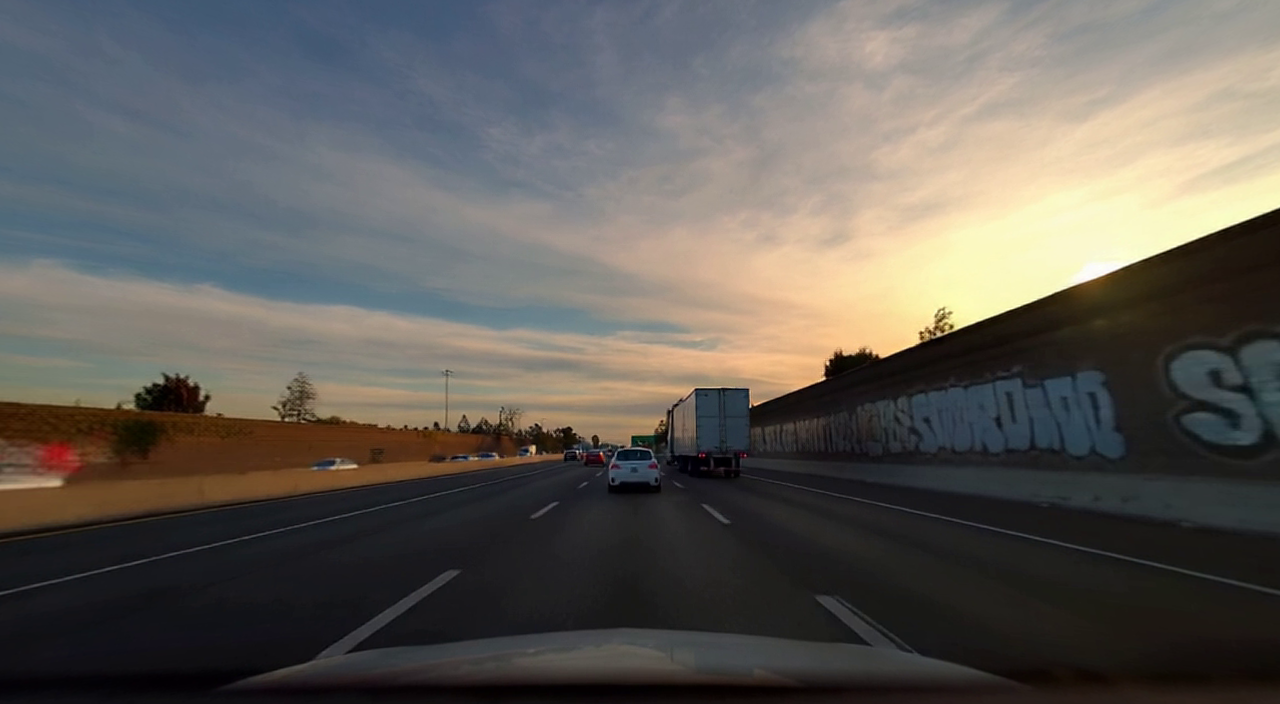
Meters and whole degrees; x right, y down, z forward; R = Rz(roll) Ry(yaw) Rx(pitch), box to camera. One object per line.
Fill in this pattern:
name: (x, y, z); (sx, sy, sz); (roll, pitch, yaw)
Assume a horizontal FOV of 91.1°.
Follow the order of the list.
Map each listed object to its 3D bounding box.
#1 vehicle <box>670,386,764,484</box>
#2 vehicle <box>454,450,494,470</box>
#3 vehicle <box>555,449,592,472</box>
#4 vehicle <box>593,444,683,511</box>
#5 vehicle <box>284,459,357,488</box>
vehicle: (3.505, 4.523, 33.243); (2.902, 4.014, 14.446); (0, -9, -1)
vehicle: (-12.915, 8.400, 49.203); (1.927, 1.477, 4.508); (-1, -9, 0)
vehicle: (-4.464, 7.337, 42.780); (2.067, 1.481, 4.085); (-1, -9, 1)
vehicle: (-0.092, 3.169, 16.351); (2.033, 1.468, 4.015); (0, -9, -1)
vehicle: (-17.880, 6.811, 35.465); (1.738, 1.426, 4.342); (-1, -9, 2)
